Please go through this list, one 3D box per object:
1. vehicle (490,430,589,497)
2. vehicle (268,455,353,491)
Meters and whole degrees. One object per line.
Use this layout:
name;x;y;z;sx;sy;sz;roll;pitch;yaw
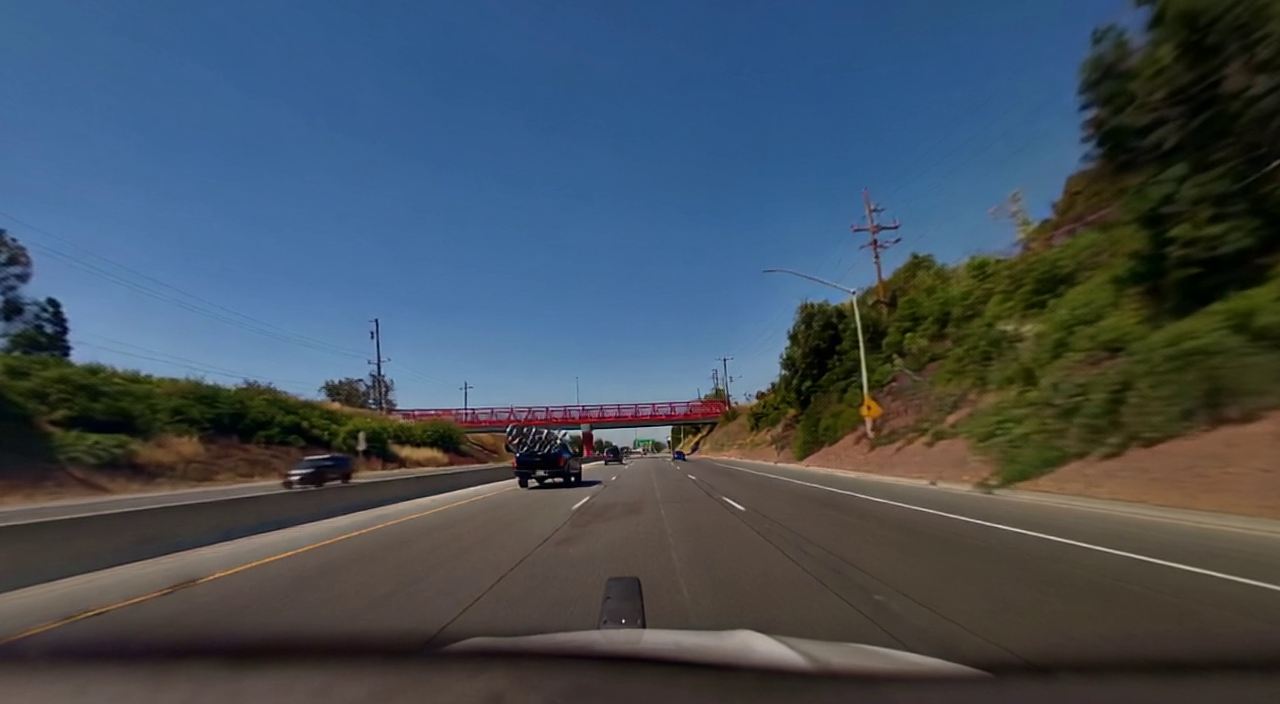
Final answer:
vehicle;-3.207;3.743;21.495;2.369;1.948;5.343;0;-9;1
vehicle;-16.353;5.991;31.511;1.867;1.572;4.281;0;-9;1
